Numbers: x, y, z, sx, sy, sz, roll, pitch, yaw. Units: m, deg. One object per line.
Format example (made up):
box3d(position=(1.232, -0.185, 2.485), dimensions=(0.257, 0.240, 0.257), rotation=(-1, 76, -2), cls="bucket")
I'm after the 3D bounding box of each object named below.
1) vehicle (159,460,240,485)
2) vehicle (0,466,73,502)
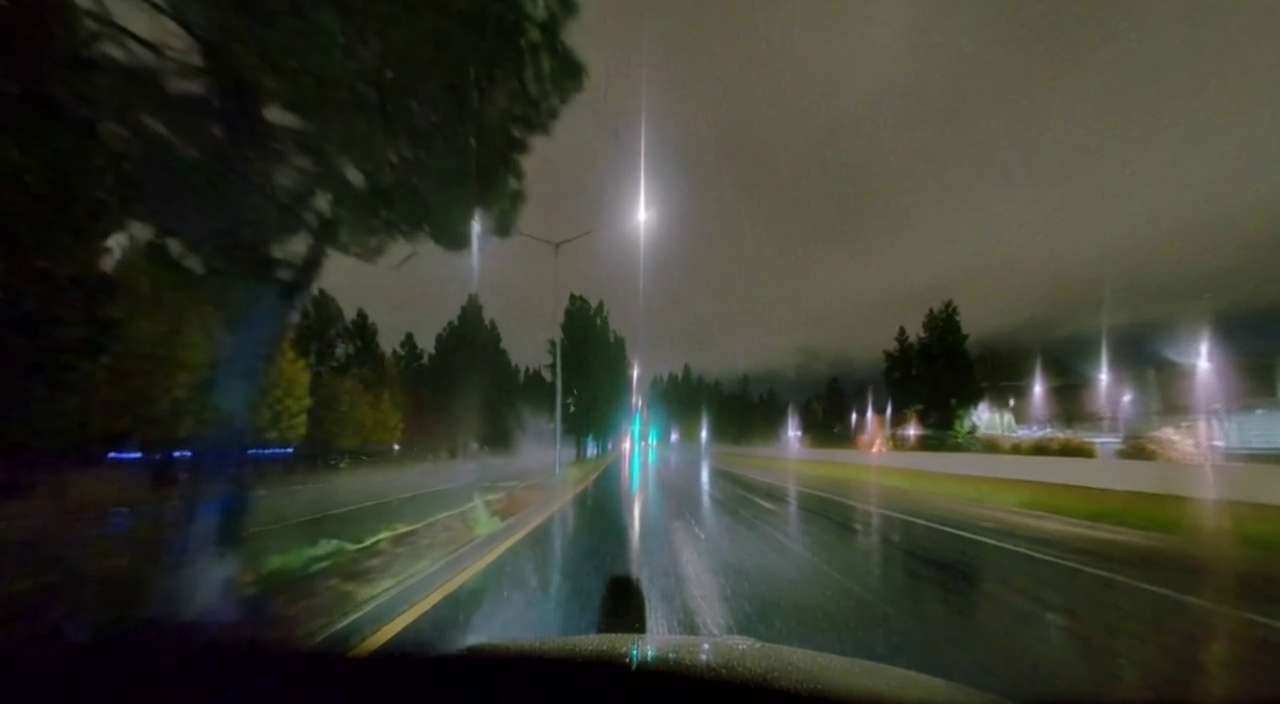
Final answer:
box3d(position=(-27.502, 7.501, 39.517), dimensions=(3.706, 1.426, 1.668), rotation=(0, -9, -2), cls="vehicle")
box3d(position=(-27.643, 5.723, 27.462), dimensions=(3.956, 1.414, 2.109), rotation=(-1, -8, 0), cls="vehicle")
